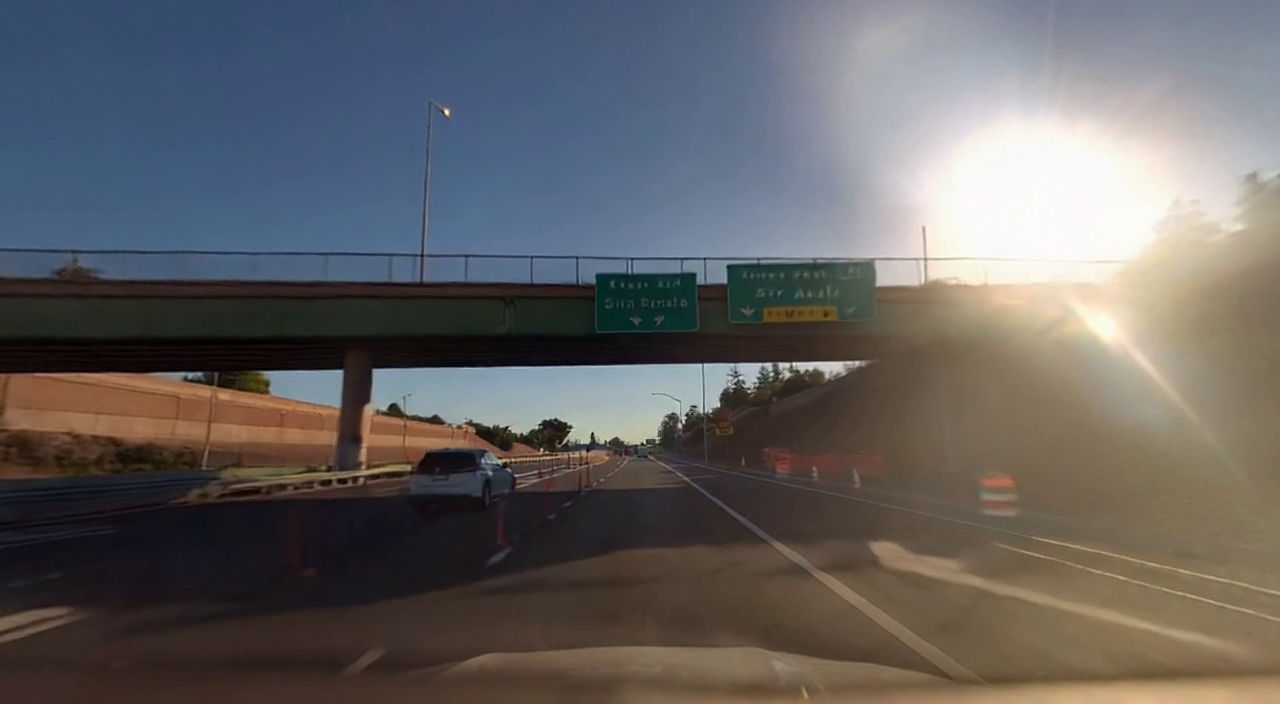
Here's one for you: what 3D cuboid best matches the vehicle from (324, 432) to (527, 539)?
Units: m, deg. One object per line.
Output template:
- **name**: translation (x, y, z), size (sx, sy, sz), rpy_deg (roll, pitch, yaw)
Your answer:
- **vehicle**: translation (-3.640, 2.366, 11.898), size (2.069, 1.560, 5.018), rpy_deg (0, -9, 0)
